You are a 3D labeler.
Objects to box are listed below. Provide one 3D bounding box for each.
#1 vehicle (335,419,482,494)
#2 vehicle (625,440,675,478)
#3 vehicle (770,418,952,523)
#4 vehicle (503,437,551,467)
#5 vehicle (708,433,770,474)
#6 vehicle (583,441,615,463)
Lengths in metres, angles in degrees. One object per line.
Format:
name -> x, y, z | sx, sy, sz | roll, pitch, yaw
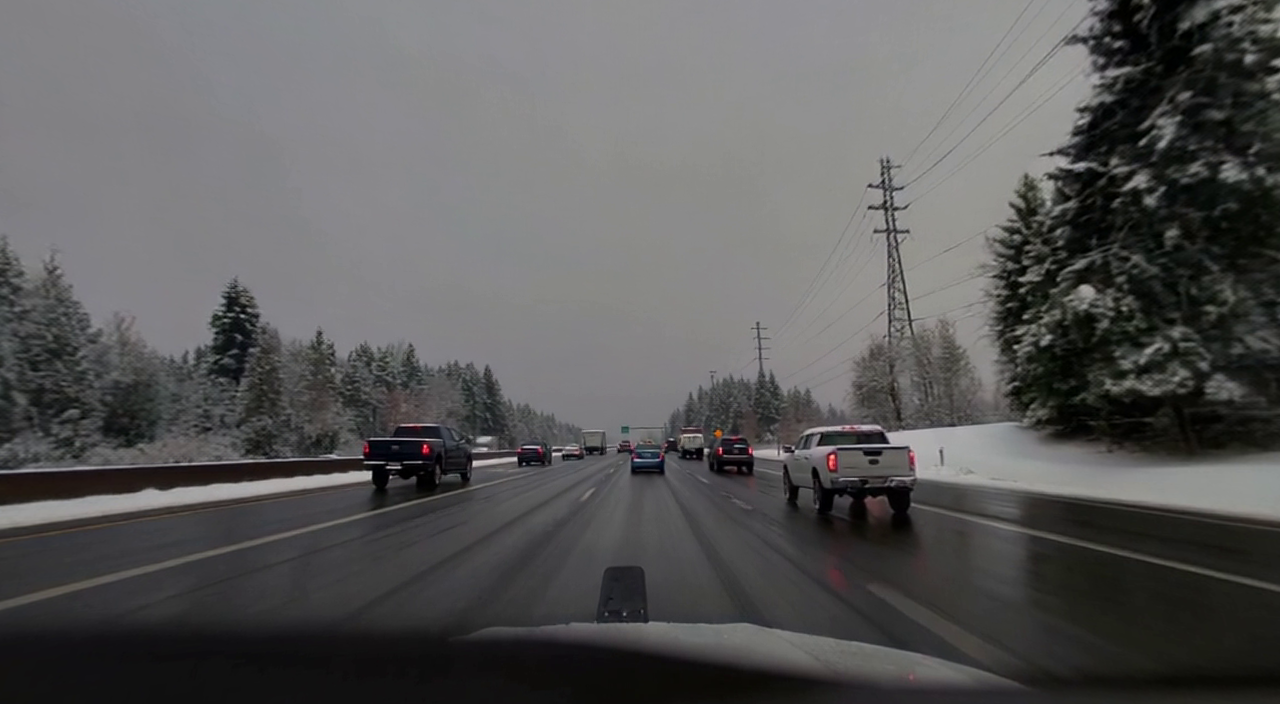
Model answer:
vehicle -> -6.751, 3.152, 19.345 | 2.269, 1.936, 5.777 | 0, -8, 1
vehicle -> 0.409, 4.511, 26.830 | 1.966, 1.444, 3.986 | 0, -8, 0
vehicle -> 4.068, 2.258, 12.518 | 2.002, 1.691, 4.290 | 0, -8, 0
vehicle -> -6.654, 5.965, 37.668 | 1.978, 1.680, 4.263 | 0, -8, 1
vehicle -> 4.559, 4.759, 29.875 | 2.195, 1.778, 4.455 | 0, -8, 0
vehicle -> -2.820, 7.065, 44.567 | 1.904, 1.479, 4.274 | 0, -8, 1
